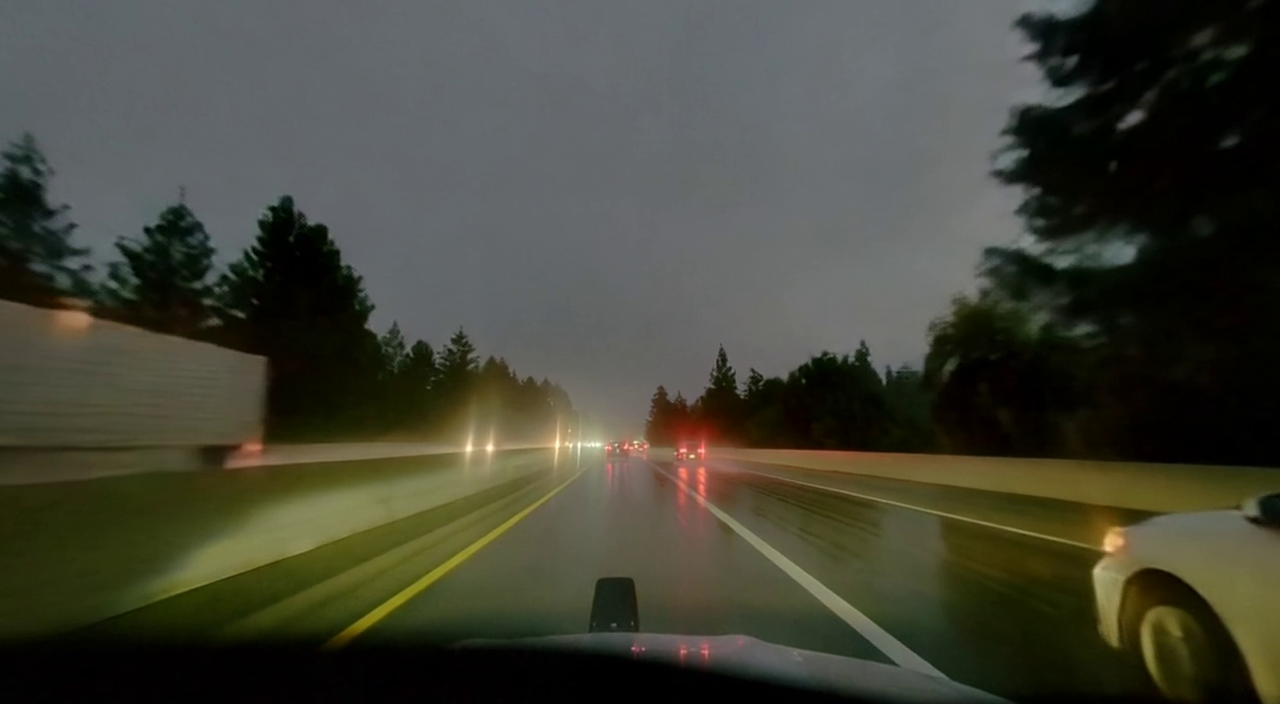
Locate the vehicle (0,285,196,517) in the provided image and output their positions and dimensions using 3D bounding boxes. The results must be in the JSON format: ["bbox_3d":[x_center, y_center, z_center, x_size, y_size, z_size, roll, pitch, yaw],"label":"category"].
[{"bbox_3d":[-11.766,0.765,9.787,3.188,3.647,8.856,-1,-8,0],"label":"vehicle"}]

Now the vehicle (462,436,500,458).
[{"bbox_3d":[-11.522,6.939,45.876,1.872,1.499,3.792,-1,-8,-1],"label":"vehicle"}]

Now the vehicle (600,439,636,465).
[{"bbox_3d":[-1.446,6.438,40.685,2.178,1.559,4.254,0,-8,-3],"label":"vehicle"}]

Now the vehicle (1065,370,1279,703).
[{"bbox_3d":[3.419,0.635,0.901,2.055,1.566,5.046,-1,-8,0],"label":"vehicle"}]

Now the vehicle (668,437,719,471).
[{"bbox_3d":[2.612,5.066,31.537,2.146,1.546,3.796,-1,-8,0],"label":"vehicle"}]
